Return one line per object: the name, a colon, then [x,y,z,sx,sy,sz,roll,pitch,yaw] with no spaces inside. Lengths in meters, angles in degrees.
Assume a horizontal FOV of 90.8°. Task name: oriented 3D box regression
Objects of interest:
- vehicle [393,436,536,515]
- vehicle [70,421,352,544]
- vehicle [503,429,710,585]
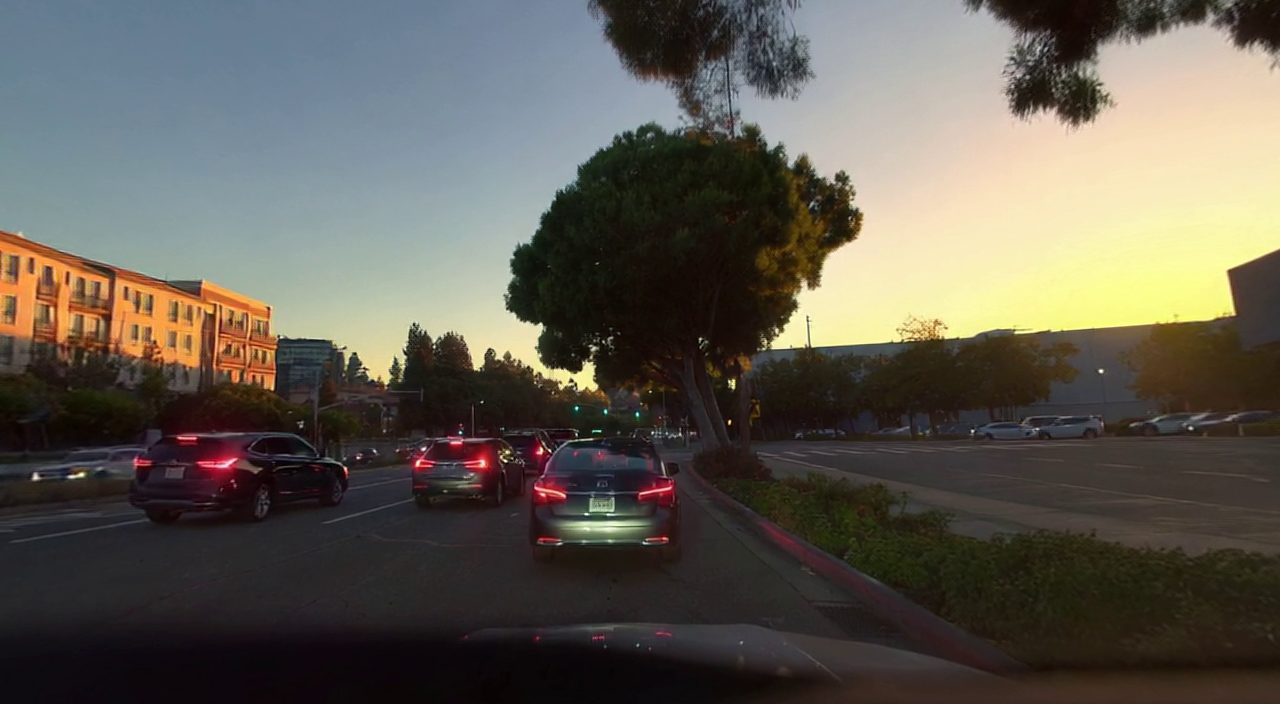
vehicle: [-3.769,2.732,14.535,1.913,1.521,4.539,0,-9,1]
vehicle: [-7.318,2.243,11.490,2.068,1.784,4.224,0,-9,1]
vehicle: [-0.340,1.856,8.378,2.066,1.544,3.954,0,-9,0]
